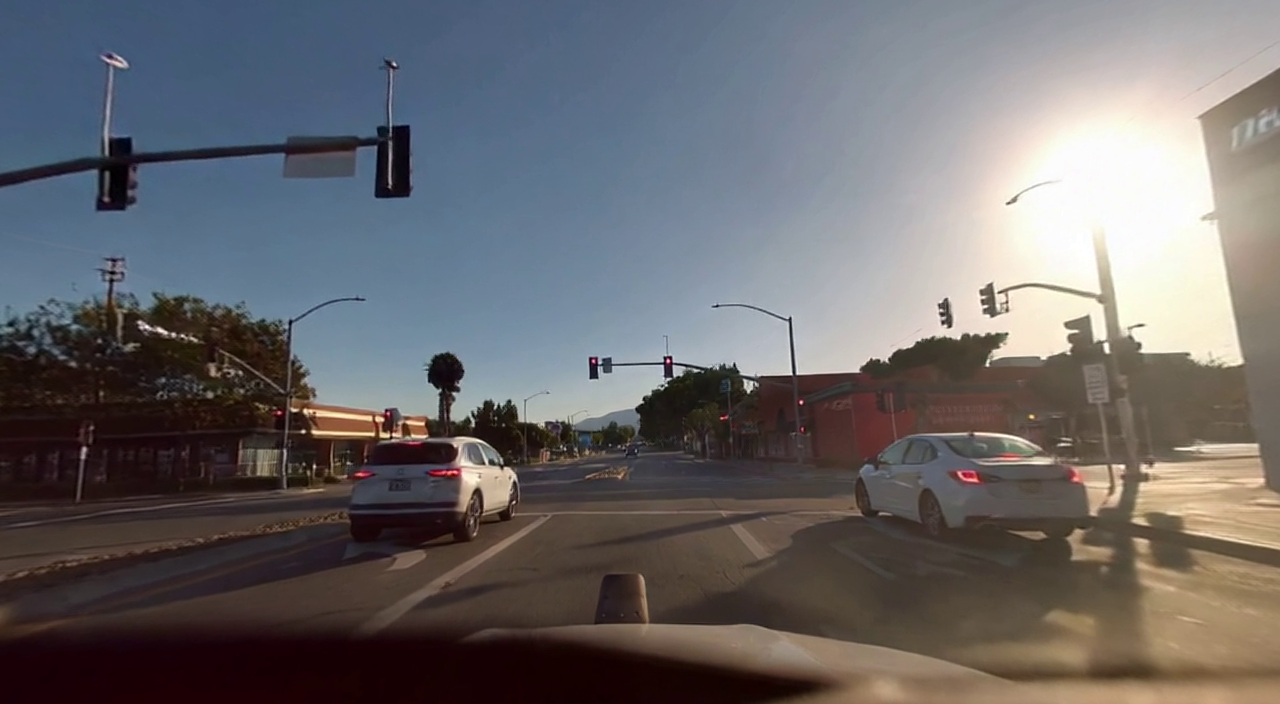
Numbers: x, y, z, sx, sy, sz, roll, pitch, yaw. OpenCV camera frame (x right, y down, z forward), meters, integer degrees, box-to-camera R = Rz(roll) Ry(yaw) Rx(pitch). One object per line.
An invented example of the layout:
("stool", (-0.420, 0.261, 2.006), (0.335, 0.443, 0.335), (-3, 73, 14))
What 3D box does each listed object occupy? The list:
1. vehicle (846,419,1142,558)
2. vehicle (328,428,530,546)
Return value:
("vehicle", (5.009, 1.993, 9.883), (2.039, 1.655, 4.495), (0, -9, 1))
("vehicle", (-3.319, 2.204, 10.944), (1.947, 1.627, 4.248), (0, -9, 1))
